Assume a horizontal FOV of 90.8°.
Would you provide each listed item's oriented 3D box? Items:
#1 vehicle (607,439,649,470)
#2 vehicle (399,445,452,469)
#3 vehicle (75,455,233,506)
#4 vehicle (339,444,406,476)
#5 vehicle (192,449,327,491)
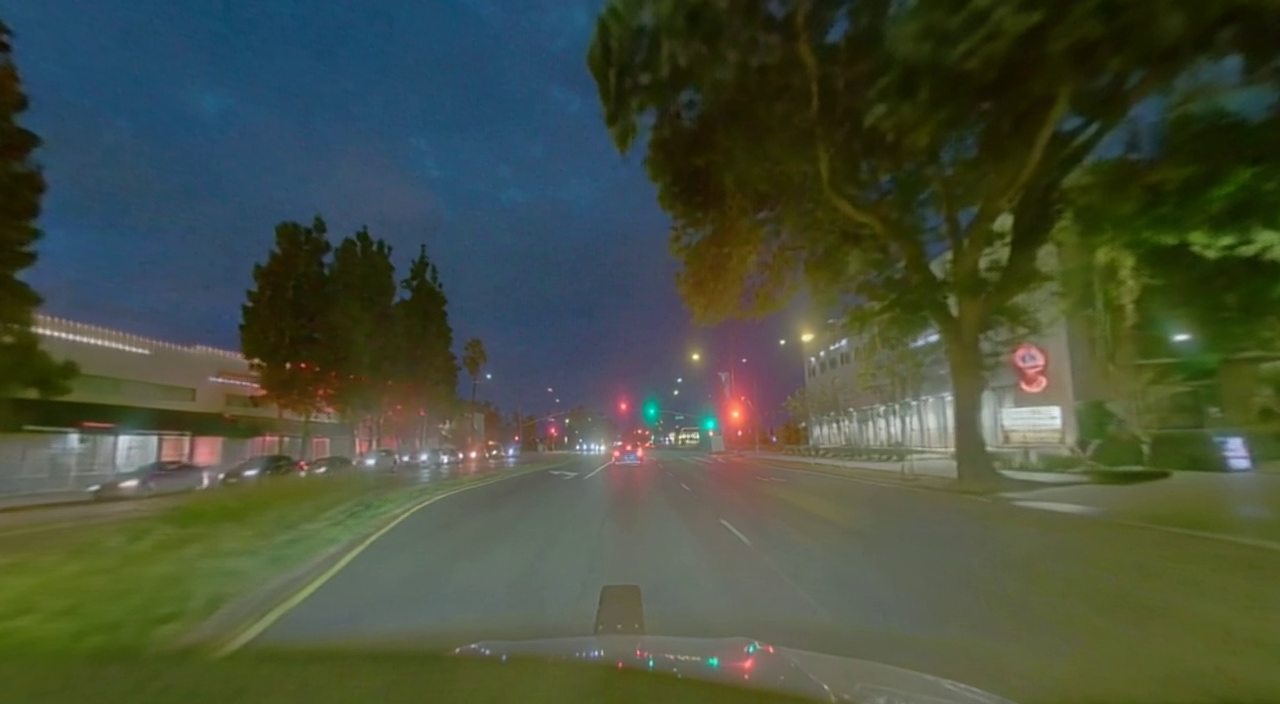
[{"bbox_3d":[-0.615,5.335,33.146,2.045,1.510,3.690,0,-9,-1],"label":"vehicle"},{"bbox_3d":[-15.911,7.785,47.156,2.130,1.692,4.734,-1,-9,2],"label":"vehicle"},{"bbox_3d":[-15.856,4.175,20.996,1.792,1.413,4.452,0,-9,-2],"label":"vehicle"},{"bbox_3d":[-15.826,6.412,37.570,1.981,1.755,4.113,-1,-9,3],"label":"vehicle"},{"bbox_3d":[-15.680,4.871,26.468,2.098,1.524,5.102,-1,-9,6],"label":"vehicle"}]
